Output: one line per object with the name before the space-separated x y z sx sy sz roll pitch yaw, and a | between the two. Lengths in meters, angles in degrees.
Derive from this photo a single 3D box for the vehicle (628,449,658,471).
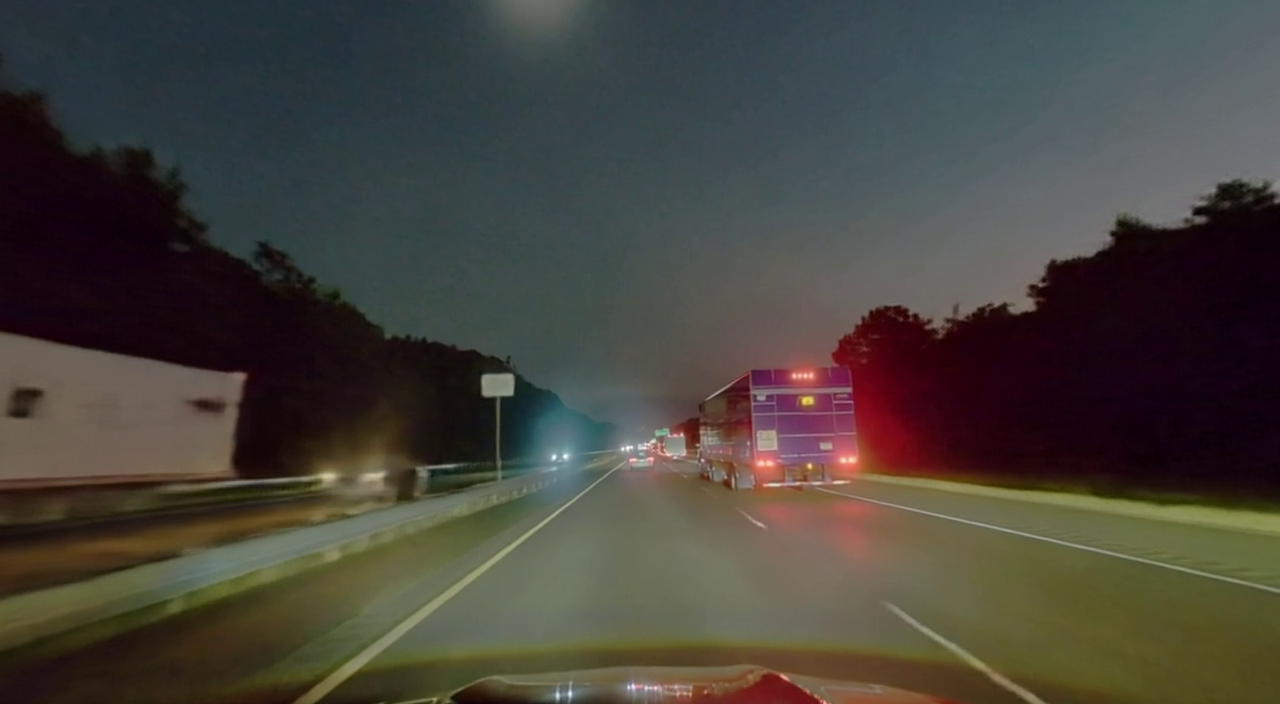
vehicle | 0.209 7.223 42.386 1.926 1.386 3.615 0 -9 0

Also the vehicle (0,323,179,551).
vehicle | -13.103 1.101 8.561 3.130 4.067 13.915 0 -9 0

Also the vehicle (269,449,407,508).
vehicle | -8.714 3.659 18.677 2.044 1.537 4.159 0 -9 0

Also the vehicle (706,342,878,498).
vehicle | 4.747 2.866 23.817 2.939 4.129 14.300 0 -9 0
